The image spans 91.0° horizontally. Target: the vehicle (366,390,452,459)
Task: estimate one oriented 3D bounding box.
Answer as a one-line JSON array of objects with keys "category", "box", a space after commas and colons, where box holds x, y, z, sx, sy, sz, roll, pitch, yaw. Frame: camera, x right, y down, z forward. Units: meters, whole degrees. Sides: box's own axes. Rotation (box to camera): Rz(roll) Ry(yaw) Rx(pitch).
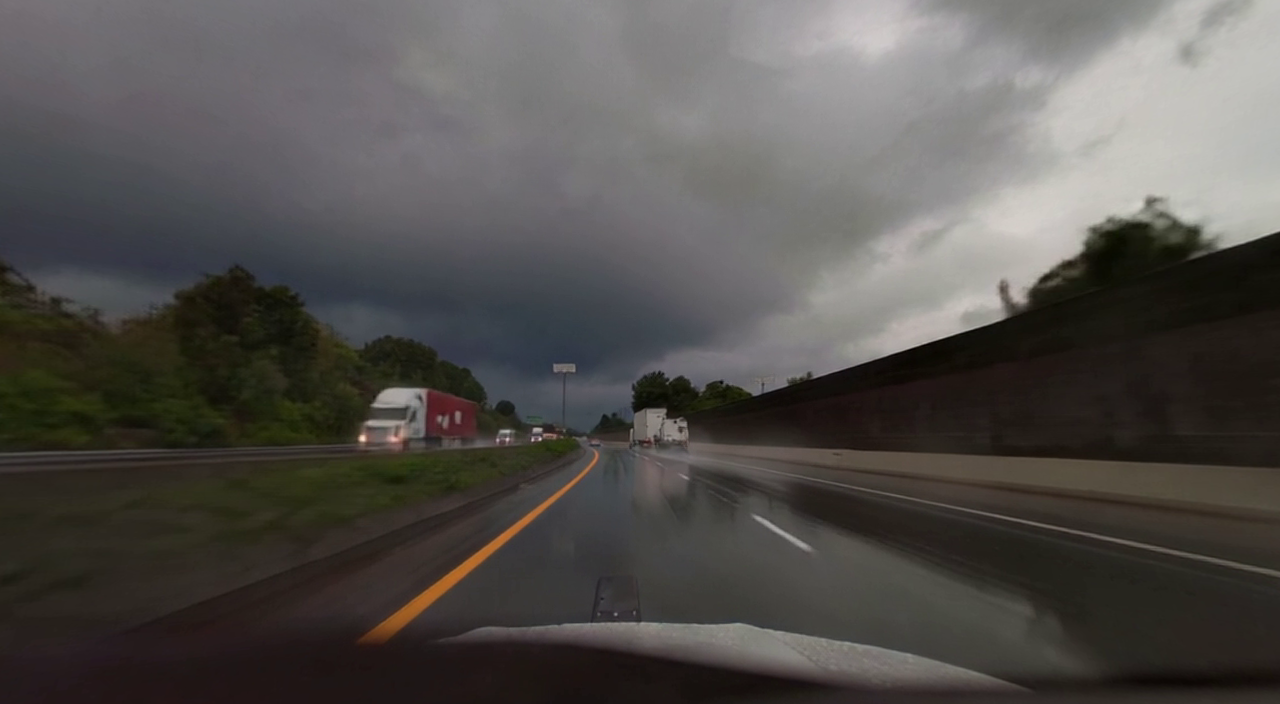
[{"category": "vehicle", "box": [-13.821, 4.474, 38.222, 2.962, 3.832, 5.796, 0, -8, 0]}]
